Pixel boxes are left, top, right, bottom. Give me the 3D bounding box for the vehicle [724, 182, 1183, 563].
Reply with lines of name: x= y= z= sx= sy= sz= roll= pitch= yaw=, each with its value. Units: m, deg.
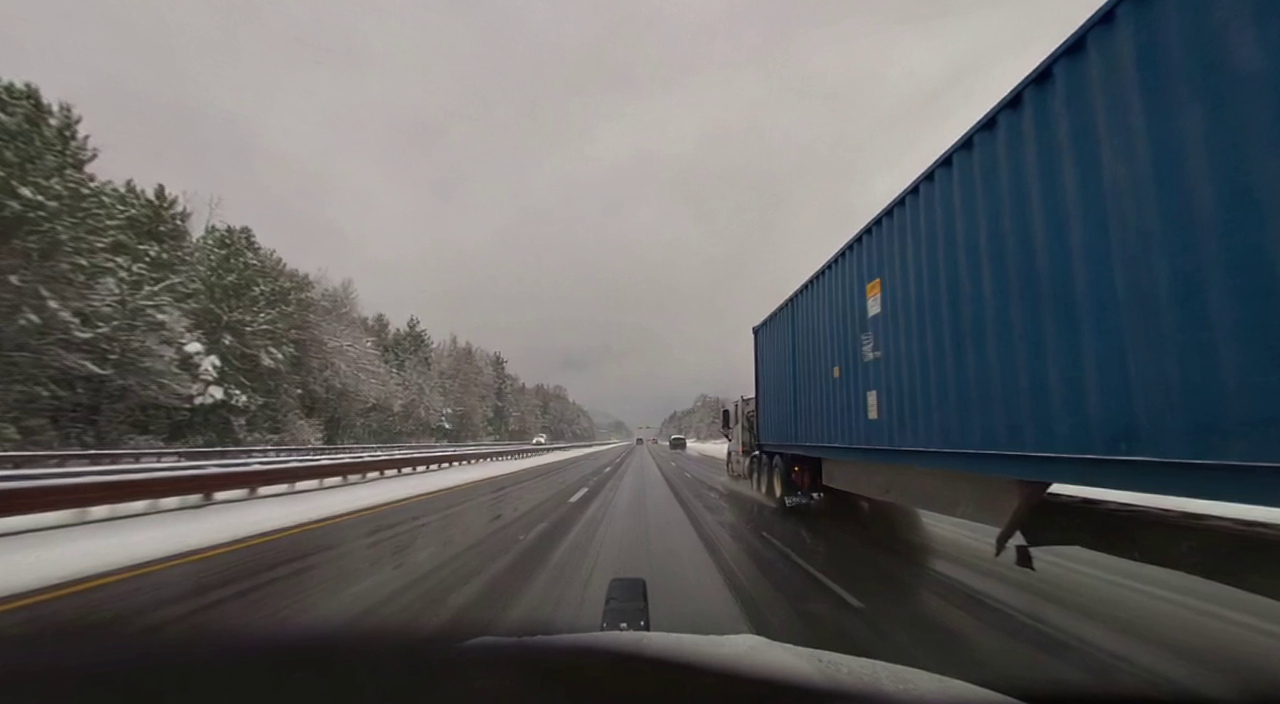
vehicle: x=4.035 y=1.056 z=13.033 sx=2.903 sy=4.003 sz=13.046 roll=0 pitch=-8 yaw=1
